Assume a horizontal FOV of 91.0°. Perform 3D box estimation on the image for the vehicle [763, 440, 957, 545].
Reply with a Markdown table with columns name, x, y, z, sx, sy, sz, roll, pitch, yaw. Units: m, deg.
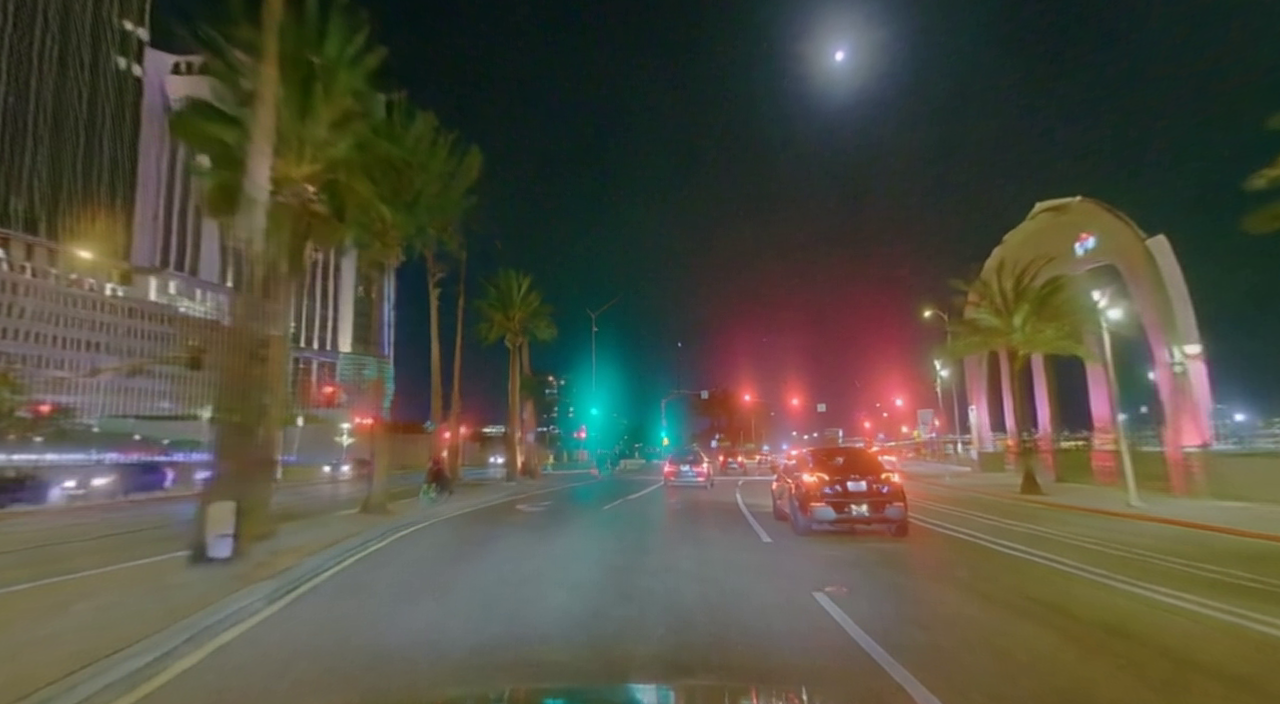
| name | x | y | z | sx | sy | sz | roll | pitch | yaw |
| --- | --- | --- | --- | --- | --- | --- | --- | --- | --- |
| vehicle | 3.684 | 2.434 | 11.687 | 2.051 | 1.509 | 4.933 | -1 | -9 | 3 |

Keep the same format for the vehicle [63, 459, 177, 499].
| name | x | y | z | sx | sy | sz | roll | pitch | yaw |
| --- | --- | --- | --- | --- | --- | --- | --- | --- | --- |
| vehicle | -21.708 | 5.280 | 26.473 | 1.693 | 1.505 | 3.698 | 0 | -9 | -2 |

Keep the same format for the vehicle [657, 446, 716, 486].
| name | x | y | z | sx | sy | sz | roll | pitch | yaw |
| --- | --- | --- | --- | --- | --- | --- | --- | --- | --- |
| vehicle | 2.005 | 4.636 | 25.932 | 2.077 | 1.518 | 3.760 | -2 | -9 | 9 |

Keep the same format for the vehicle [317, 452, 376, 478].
| name | x | y | z | sx | sy | sz | roll | pitch | yaw |
| --- | --- | --- | --- | --- | --- | --- | --- | --- | --- |
| vehicle | -21.984 | 8.470 | 47.320 | 2.106 | 1.791 | 4.618 | 0 | -9 | 1 |

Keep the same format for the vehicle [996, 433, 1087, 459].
| name | x | y | z | sx | sy | sz | roll | pitch | yaw |
| --- | --- | --- | --- | --- | --- | --- | --- | --- | --- |
| vehicle | 31.661 | 7.437 | 49.744 | 5.771 | 2.019 | 2.293 | 1 | -9 | -7 |

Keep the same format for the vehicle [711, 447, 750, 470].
| name | x | y | z | sx | sy | sz | roll | pitch | yaw |
| --- | --- | --- | --- | --- | --- | --- | --- | --- | --- |
| vehicle | 6.394 | 7.438 | 43.992 | 2.134 | 1.492 | 4.674 | -3 | -9 | 15 |

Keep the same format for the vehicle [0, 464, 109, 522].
| name | x | y | z | sx | sy | sz | roll | pitch | yaw |
| --- | --- | --- | --- | --- | --- | --- | --- | --- | --- |
| vehicle | -18.368 | 4.079 | 18.446 | 1.912 | 1.482 | 4.495 | 0 | -9 | -4 |

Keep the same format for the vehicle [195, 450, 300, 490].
| name | x | y | z | sx | sy | sz | roll | pitch | yaw |
| --- | --- | --- | --- | --- | --- | --- | --- | --- | --- |
| vehicle | -18.543 | 5.560 | 30.055 | 2.040 | 1.749 | 4.796 | 0 | -9 | -2 |
